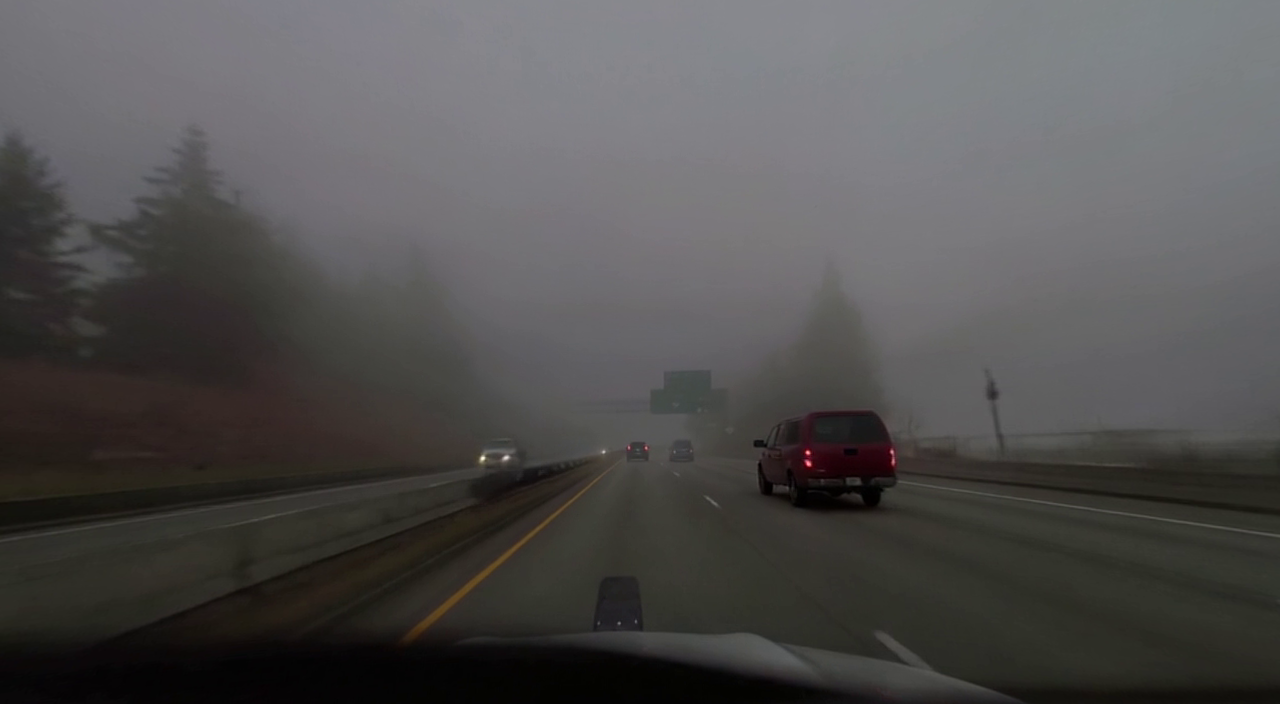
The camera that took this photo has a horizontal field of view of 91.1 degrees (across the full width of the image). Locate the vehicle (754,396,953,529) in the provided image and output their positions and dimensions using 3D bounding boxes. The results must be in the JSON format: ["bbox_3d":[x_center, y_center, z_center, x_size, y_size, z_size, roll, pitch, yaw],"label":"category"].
[{"bbox_3d":[3.657,2.025,11.884,1.981,1.984,4.623,0,-9,-2],"label":"vehicle"}]

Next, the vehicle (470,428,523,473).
[{"bbox_3d":[-11.176,7.755,49.592,2.562,3.204,6.384,0,-9,0],"label":"vehicle"}]

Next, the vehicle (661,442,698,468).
[{"bbox_3d":[2.706,7.176,43.948,2.123,1.620,4.959,0,-9,-1],"label":"vehicle"}]
